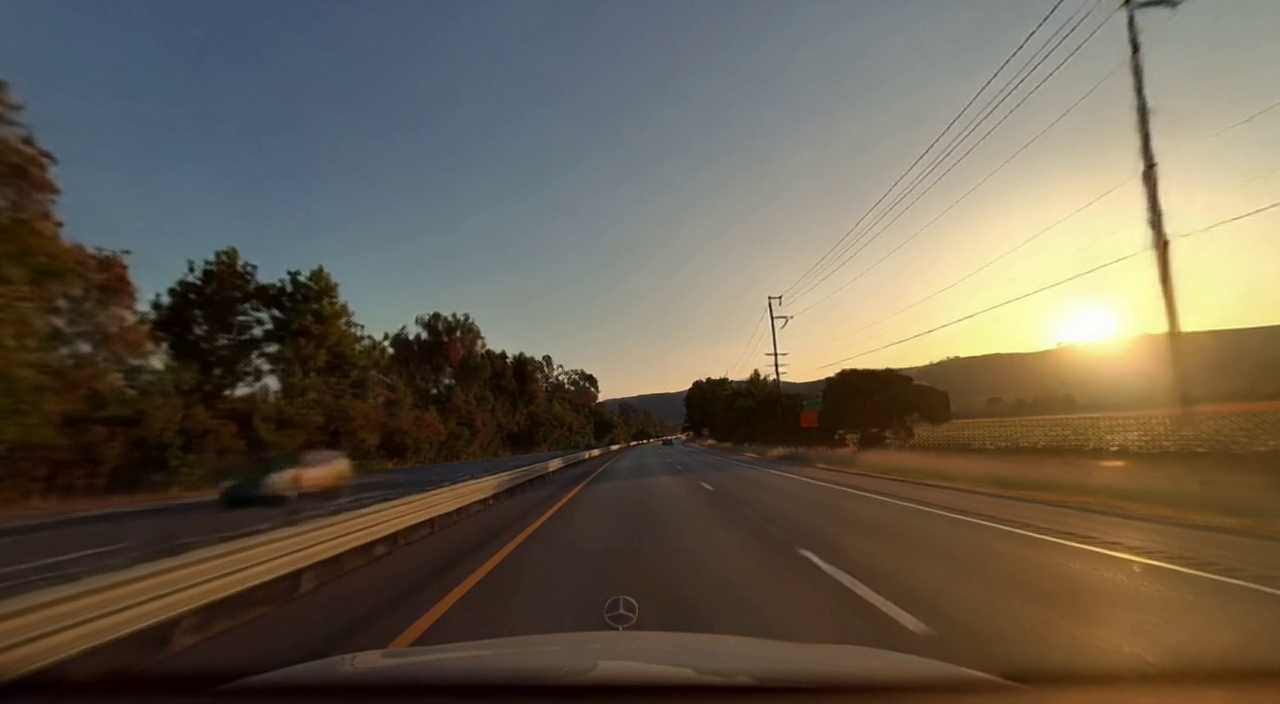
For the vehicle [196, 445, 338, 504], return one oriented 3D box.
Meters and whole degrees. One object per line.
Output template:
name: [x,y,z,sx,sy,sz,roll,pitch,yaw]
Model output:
vehicle: [-10.637,3.468,18.252,1.844,1.505,3.708,0,-8,0]
